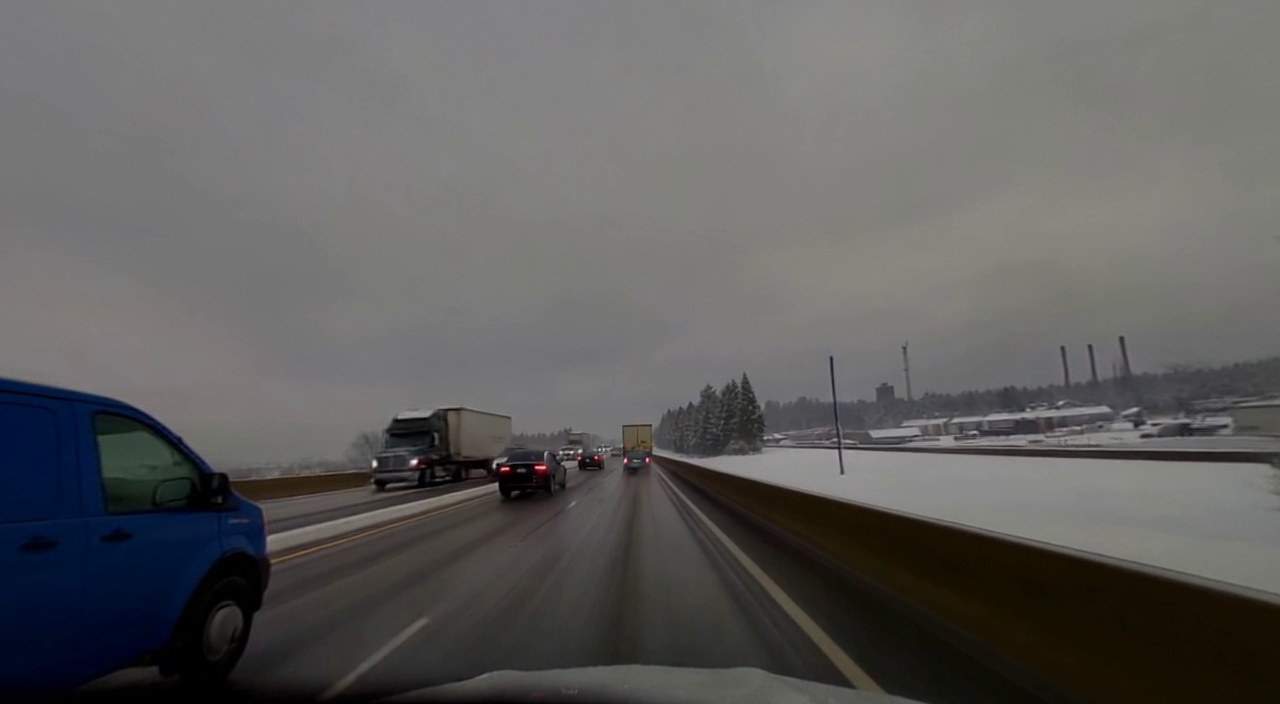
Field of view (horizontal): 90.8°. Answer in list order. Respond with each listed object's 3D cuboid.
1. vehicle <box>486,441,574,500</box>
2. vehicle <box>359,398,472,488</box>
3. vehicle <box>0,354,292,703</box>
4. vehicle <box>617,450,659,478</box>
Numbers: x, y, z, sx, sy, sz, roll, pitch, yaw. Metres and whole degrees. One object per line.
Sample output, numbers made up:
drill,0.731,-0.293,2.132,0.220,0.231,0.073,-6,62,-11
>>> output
vehicle,-3.232,3.583,19.419,1.937,1.600,4.141,0,-9,0
vehicle,-9.936,4.148,28.738,2.922,3.600,6.110,0,-9,-1
vehicle,-3.224,0.776,1.551,2.117,1.688,4.582,0,-9,0
vehicle,-0.117,5.886,33.455,2.095,1.393,3.908,0,-9,0
